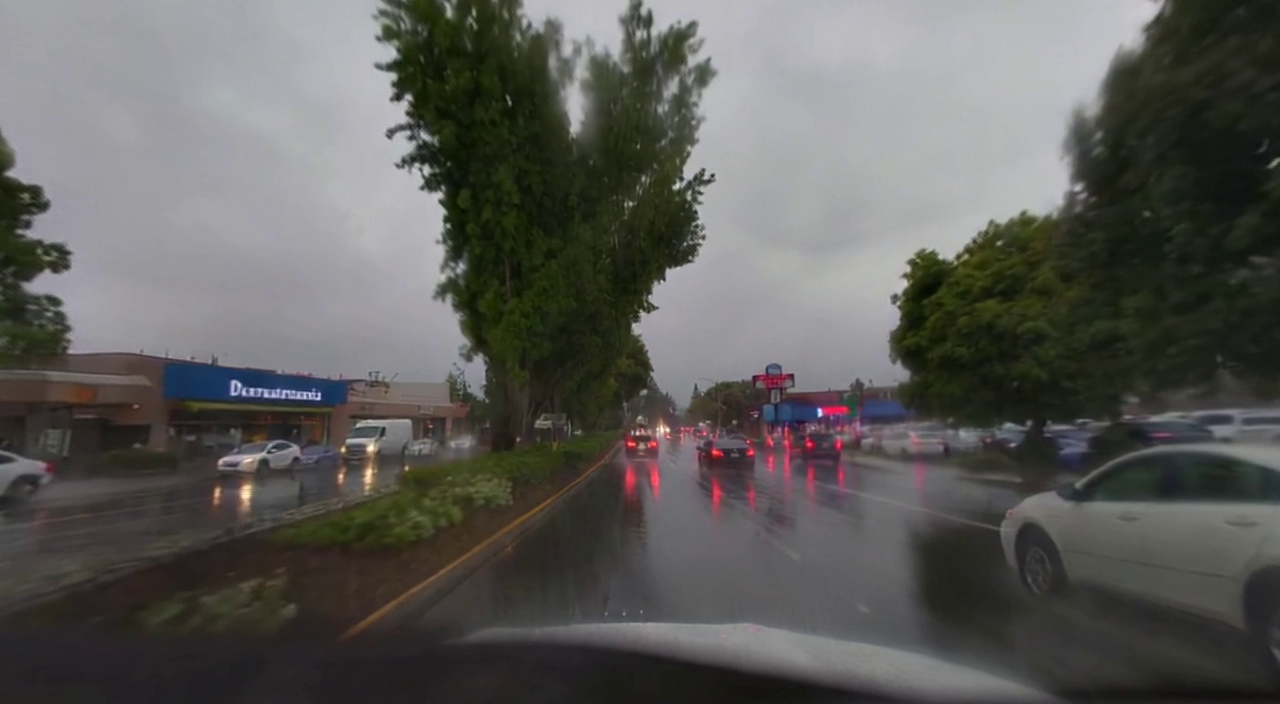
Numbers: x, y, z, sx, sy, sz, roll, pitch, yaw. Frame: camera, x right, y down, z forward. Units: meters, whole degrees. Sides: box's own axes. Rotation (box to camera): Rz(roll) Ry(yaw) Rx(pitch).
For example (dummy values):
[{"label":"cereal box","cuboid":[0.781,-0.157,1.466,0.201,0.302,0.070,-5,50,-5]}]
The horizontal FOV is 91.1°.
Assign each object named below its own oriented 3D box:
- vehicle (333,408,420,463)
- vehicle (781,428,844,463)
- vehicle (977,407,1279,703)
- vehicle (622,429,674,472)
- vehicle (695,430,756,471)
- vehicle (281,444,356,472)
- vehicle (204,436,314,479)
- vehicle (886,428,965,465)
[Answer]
[{"label":"vehicle","cuboid":[-18.629,6.039,45.013,2.811,3.604,7.566,0,-8,1]},{"label":"vehicle","cuboid":[10.481,5.769,38.687,2.318,1.974,5.282,0,-8,0]},{"label":"vehicle","cuboid":[3.781,1.009,2.930,1.908,1.463,4.506,0,-8,0]},{"label":"vehicle","cuboid":[0.331,4.263,27.283,2.098,1.682,3.778,0,-8,1]},{"label":"vehicle","cuboid":[3.697,4.364,27.925,2.115,1.692,4.189,0,-8,0]},{"label":"vehicle","cuboid":[-18.852,6.216,37.146,1.883,1.488,5.224,0,-8,-2]},{"label":"vehicle","cuboid":[-18.972,5.257,31.621,2.286,1.968,5.350,0,-8,-2]},{"label":"vehicle","cuboid":[15.279,5.096,33.966,2.012,1.817,4.970,0,-8,1]}]
